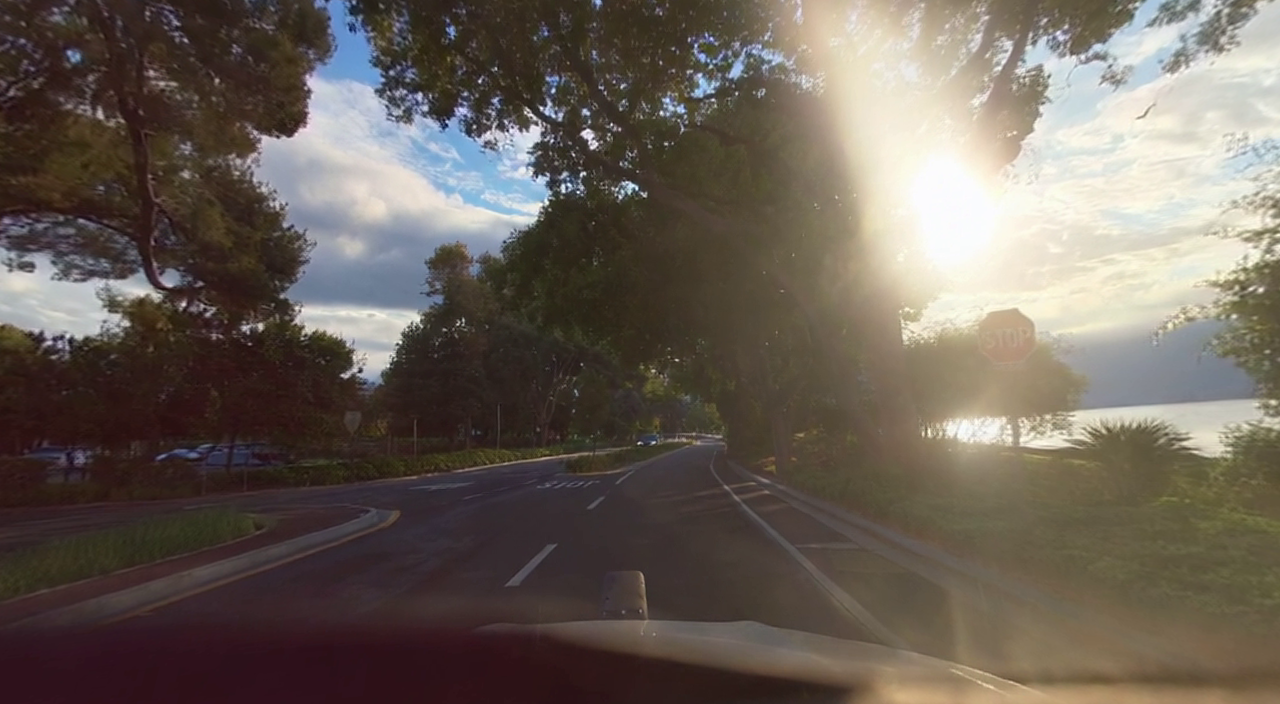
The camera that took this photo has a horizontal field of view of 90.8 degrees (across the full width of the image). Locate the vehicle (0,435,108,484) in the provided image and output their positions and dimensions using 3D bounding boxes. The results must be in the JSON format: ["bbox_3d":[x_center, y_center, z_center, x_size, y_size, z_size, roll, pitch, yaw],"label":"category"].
[{"bbox_3d":[-28.398,5.097,29.978,4.733,1.892,1.939,-4,-4,2],"label":"vehicle"}]

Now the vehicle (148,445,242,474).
[{"bbox_3d":[-25.908,6.260,36.893,4.007,1.459,1.952,-2,-8,0],"label":"vehicle"}]
